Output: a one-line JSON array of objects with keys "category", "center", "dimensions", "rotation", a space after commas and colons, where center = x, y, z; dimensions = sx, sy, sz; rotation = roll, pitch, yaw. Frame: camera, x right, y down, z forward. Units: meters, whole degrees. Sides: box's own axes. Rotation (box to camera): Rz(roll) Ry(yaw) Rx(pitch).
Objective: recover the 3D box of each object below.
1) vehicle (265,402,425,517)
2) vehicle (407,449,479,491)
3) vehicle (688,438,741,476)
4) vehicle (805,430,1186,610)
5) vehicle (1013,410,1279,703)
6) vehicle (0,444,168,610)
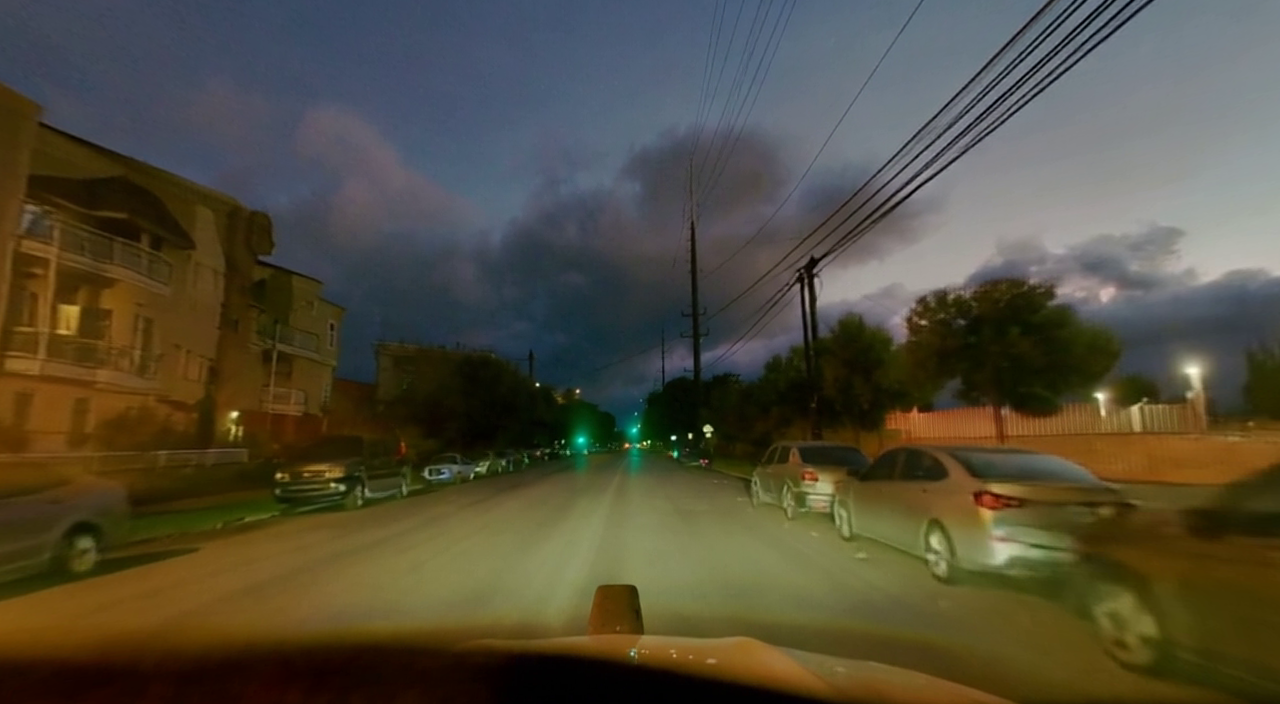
[{"category": "vehicle", "center": [-7.159, 2.656, 15.906], "dimensions": [1.889, 2.463, 4.142], "rotation": [0, -9, 1]}, {"category": "vehicle", "center": [-7.796, 4.676, 25.371], "dimensions": [1.873, 1.437, 4.068], "rotation": [-1, -8, -4]}, {"category": "vehicle", "center": [3.567, 5.134, 31.082], "dimensions": [2.095, 1.694, 4.592], "rotation": [-1, -8, 1]}, {"category": "vehicle", "center": [3.773, 1.850, 8.007], "dimensions": [1.943, 1.563, 4.752], "rotation": [1, -9, -2]}, {"category": "vehicle", "center": [3.844, 0.939, 2.227], "dimensions": [2.022, 1.521, 4.933], "rotation": [0, -9, 0]}, {"category": "vehicle", "center": [-7.244, 1.757, 6.123], "dimensions": [1.894, 1.585, 4.514], "rotation": [-3, -8, 0]}]
